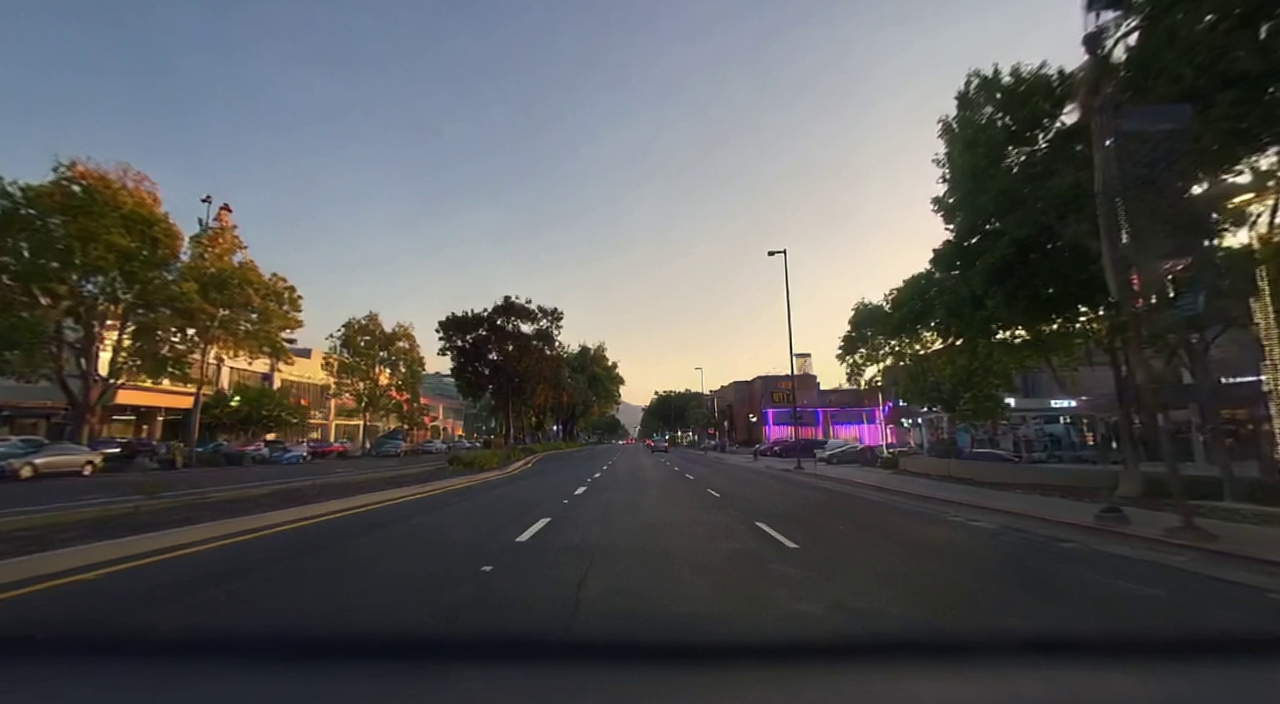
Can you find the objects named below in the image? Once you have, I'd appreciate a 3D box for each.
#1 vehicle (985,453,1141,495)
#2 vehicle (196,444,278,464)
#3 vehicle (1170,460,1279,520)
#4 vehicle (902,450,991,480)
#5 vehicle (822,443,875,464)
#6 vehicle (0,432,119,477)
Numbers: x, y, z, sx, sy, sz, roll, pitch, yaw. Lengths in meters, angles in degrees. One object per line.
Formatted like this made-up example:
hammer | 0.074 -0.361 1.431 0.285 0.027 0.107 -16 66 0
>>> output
vehicle | 17.207 4.975 25.930 4.711 1.494 2.224 -2 -9 3
vehicle | -30.368 7.683 47.676 4.880 1.464 1.953 0 -8 1
vehicle | 17.651 3.725 17.301 4.399 1.480 2.045 0 -8 -1
vehicle | 16.911 6.214 34.967 3.889 1.590 1.950 0 -8 0
vehicle | 15.796 7.697 48.073 1.936 1.464 4.867 1 -8 -6
vehicle | -29.115 4.903 30.408 2.423 1.933 6.673 0 -9 0
